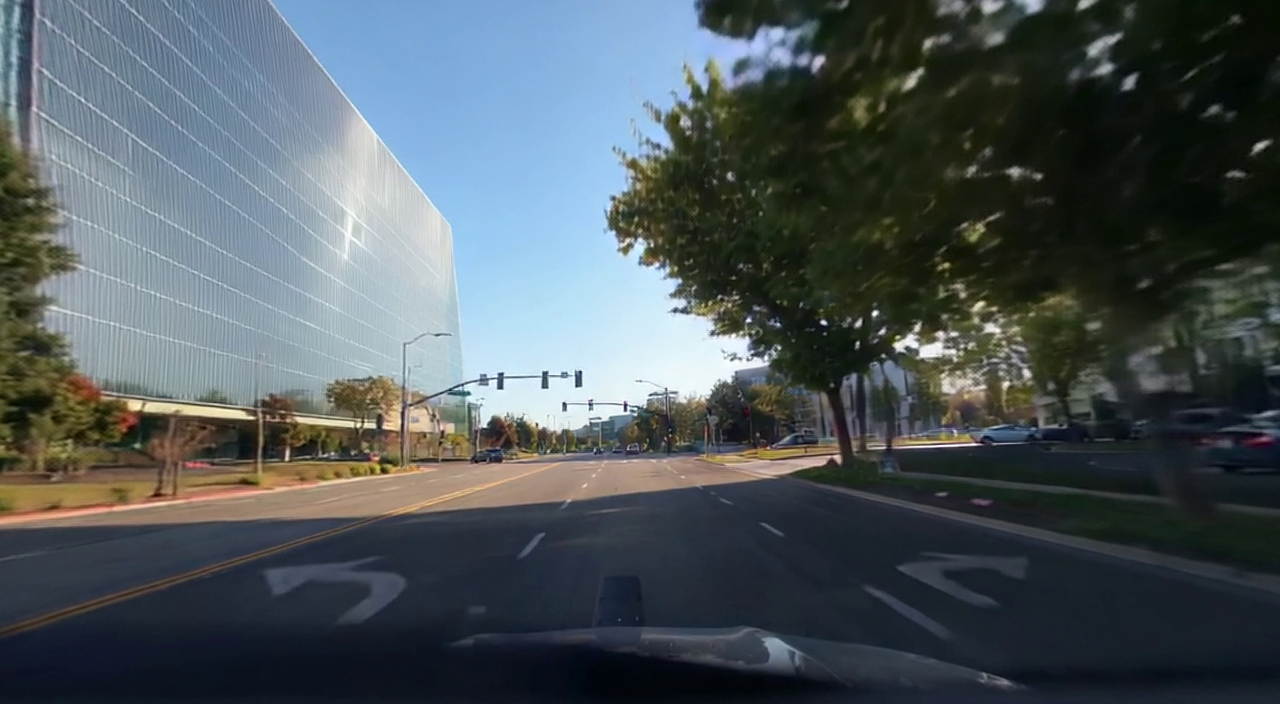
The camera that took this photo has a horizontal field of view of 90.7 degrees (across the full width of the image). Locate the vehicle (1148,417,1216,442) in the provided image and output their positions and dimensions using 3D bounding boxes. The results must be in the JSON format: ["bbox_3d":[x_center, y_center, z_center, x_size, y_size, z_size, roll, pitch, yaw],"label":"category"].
[{"bbox_3d":[36.917,5.269,43.204,1.675,1.498,3.589,1,-4,3],"label":"vehicle"}]

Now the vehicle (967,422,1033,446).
[{"bbox_3d":[24.225,5.588,42.739,1.859,1.453,4.076,0,-9,-2],"label":"vehicle"}]

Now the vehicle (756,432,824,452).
[{"bbox_3d":[11.575,6.958,49.067,4.670,1.476,2.042,0,-8,-1],"label":"vehicle"}]
